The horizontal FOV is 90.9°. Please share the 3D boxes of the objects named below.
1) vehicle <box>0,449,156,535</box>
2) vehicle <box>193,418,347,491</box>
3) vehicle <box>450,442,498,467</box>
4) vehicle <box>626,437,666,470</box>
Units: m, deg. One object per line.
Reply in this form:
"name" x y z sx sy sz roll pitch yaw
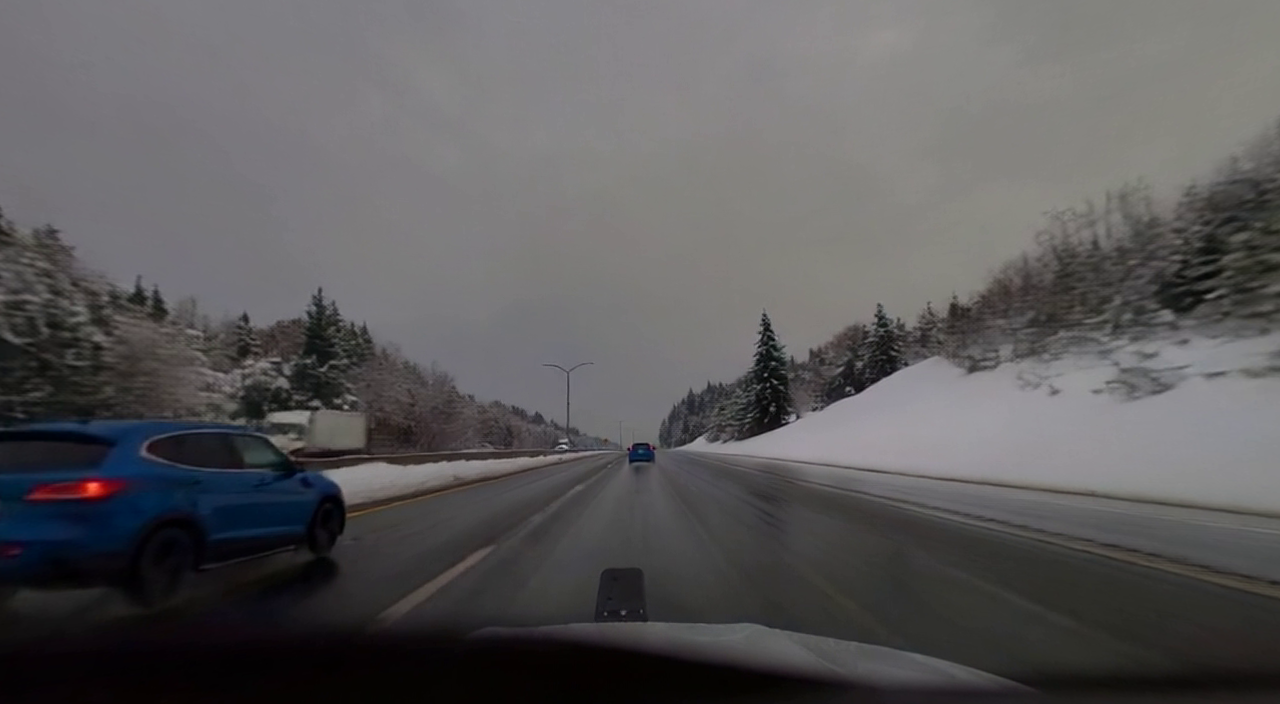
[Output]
"vehicle" -12.082 2.648 12.240 1.866 1.470 4.358 0 -9 0
"vehicle" -15.788 4.452 27.634 2.314 2.738 7.144 -1 -9 0
"vehicle" -11.349 7.070 43.413 2.024 1.594 4.563 -1 -9 0
"vehicle" 0.348 6.141 38.119 2.247 1.825 4.036 0 -9 0
